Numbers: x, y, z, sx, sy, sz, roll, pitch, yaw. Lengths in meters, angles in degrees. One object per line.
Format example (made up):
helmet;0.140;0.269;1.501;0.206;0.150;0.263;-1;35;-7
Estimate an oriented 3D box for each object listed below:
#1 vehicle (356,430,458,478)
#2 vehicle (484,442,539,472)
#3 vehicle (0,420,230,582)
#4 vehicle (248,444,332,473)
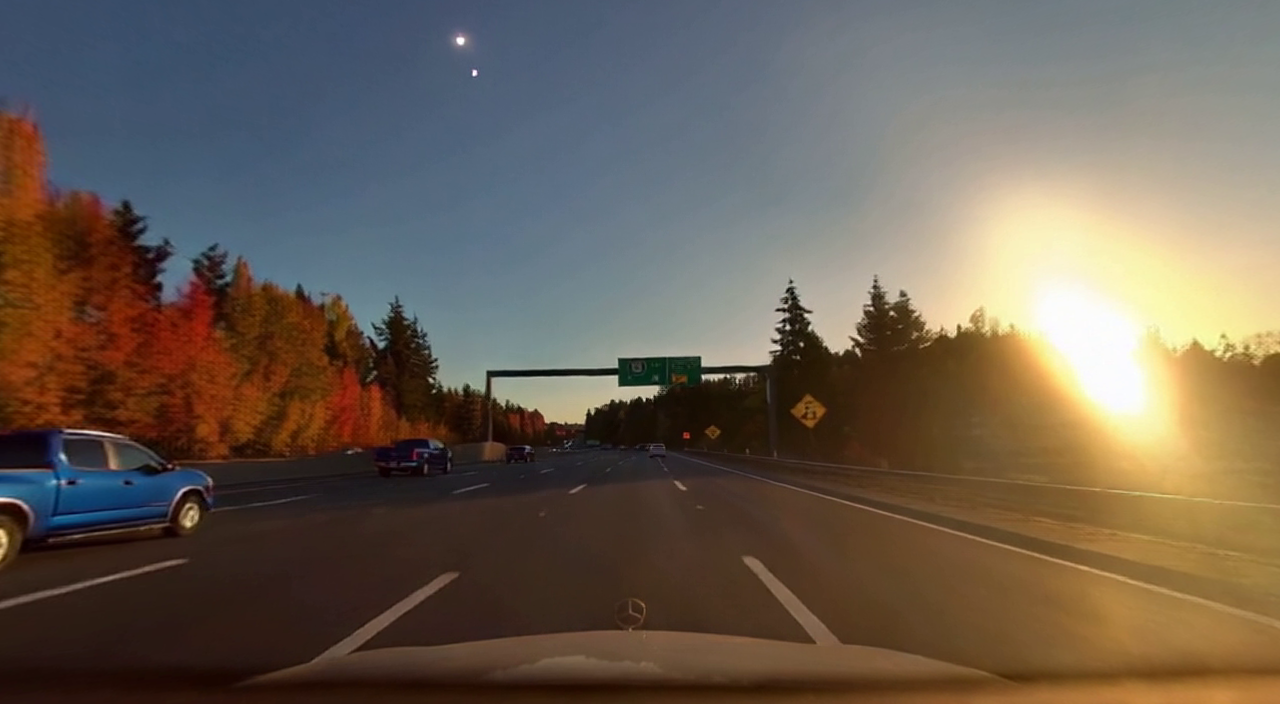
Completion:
vehicle;-10.532;4.657;29.162;2.347;1.984;5.778;0;-8;2
vehicle;-6.724;5.526;33.424;1.919;1.499;4.234;0;-8;1
vehicle;-7.218;1.597;7.113;1.965;1.567;4.686;0;-8;1
vehicle;-20.744;6.320;37.679;2.019;1.623;4.950;0;-8;2
